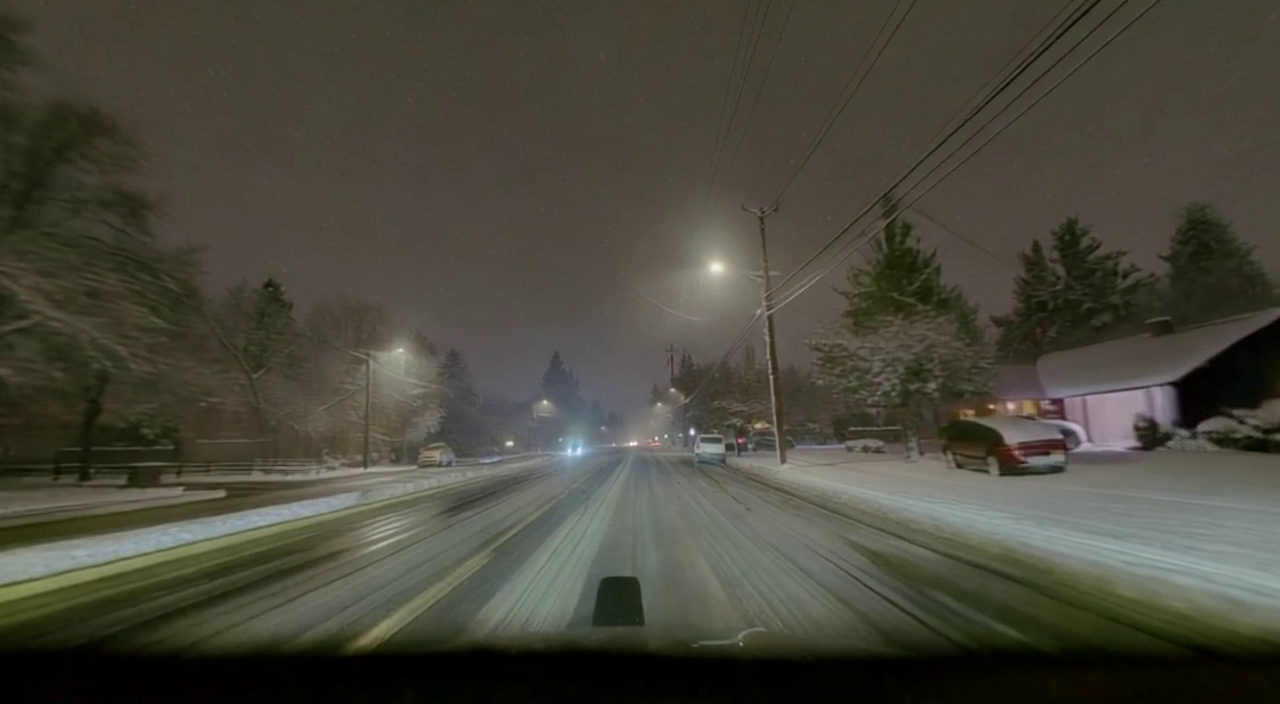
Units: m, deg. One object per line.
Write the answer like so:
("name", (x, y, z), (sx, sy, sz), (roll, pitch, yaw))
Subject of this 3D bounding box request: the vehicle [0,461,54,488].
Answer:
("vehicle", (-41.152, 7.915, 40.857), (4.463, 1.651, 1.947), (0, -8, 0))

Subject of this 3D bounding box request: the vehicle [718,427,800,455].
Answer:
("vehicle", (9.105, 6.872, 48.711), (5.933, 2.038, 2.382), (1, -8, 3))

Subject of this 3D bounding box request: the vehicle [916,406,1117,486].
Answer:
("vehicle", (9.478, 2.397, 16.599), (1.971, 1.641, 5.191), (-4, -7, -1))

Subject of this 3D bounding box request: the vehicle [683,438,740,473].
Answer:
("vehicle", (3.313, 4.910, 30.186), (2.037, 1.518, 4.904), (0, -8, -1))
